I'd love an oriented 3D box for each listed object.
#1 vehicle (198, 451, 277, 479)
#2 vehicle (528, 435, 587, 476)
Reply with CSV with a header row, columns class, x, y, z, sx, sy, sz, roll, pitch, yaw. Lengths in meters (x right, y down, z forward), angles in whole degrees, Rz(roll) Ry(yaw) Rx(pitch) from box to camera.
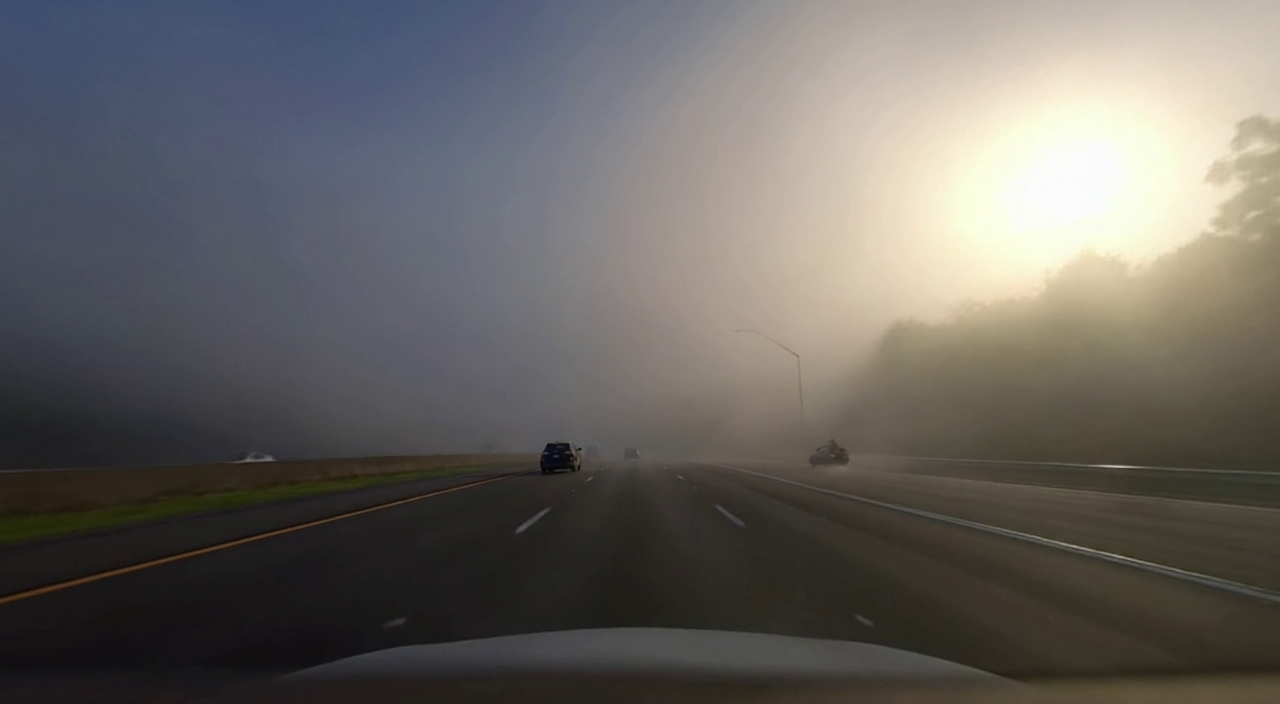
class,x,y,z,sx,sy,sz,roll,pitch,yaw
vehicle,-25.584,7.181,40.369,1.980,1.610,4.674,0,-9,0
vehicle,-3.749,4.791,29.413,2.114,1.774,4.427,0,-9,0
